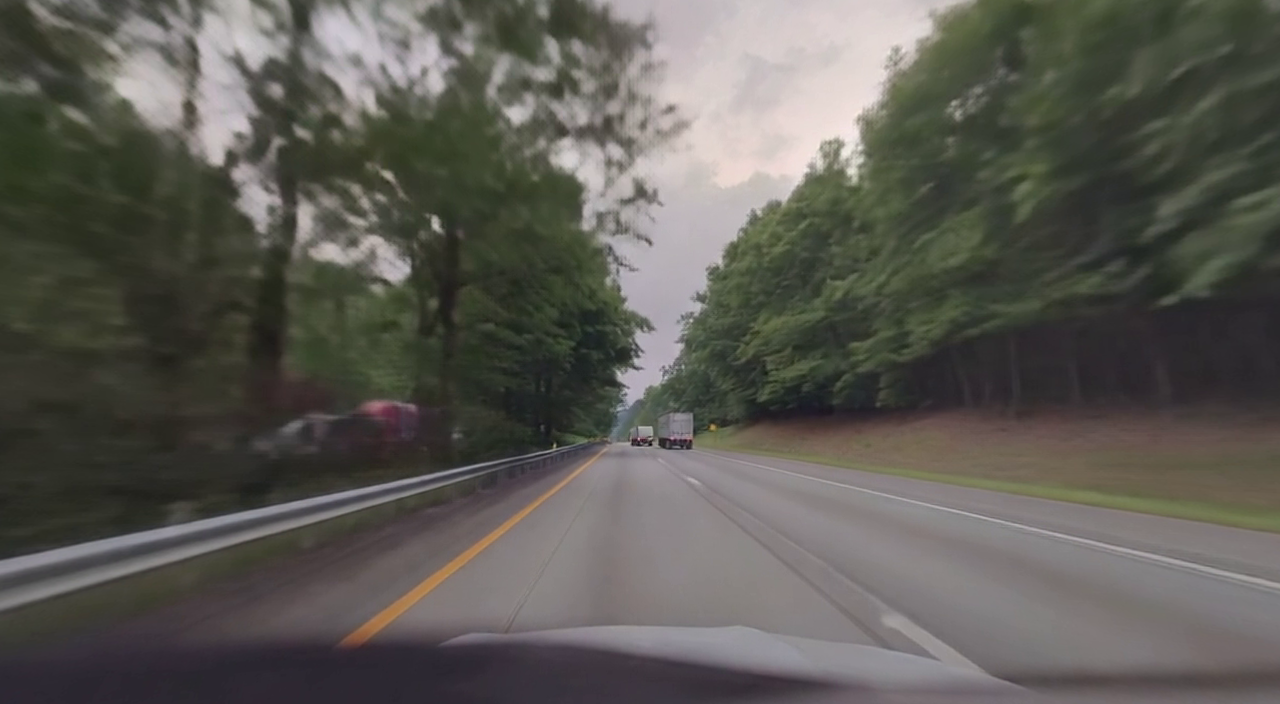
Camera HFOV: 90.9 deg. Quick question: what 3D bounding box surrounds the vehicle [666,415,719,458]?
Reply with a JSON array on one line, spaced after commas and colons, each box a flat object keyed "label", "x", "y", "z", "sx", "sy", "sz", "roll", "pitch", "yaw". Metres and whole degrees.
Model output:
[{"label": "vehicle", "x": 3.444, "y": 5.737, "z": 42.812, "sx": 2.741, "sy": 2.716, "sz": 6.323, "roll": 0, "pitch": -8, "yaw": -2}]

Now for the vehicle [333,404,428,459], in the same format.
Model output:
[{"label": "vehicle", "x": -13.457, "y": 4.230, "z": 33.329, "sx": 2.406, "sy": 2.624, "sz": 6.487, "roll": 0, "pitch": -8, "yaw": -2}]

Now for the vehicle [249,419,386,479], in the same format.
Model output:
[{"label": "vehicle", "x": -8.810, "y": 2.672, "z": 17.634, "sx": 1.870, "sy": 1.467, "sz": 3.808, "roll": 0, "pitch": -8, "yaw": -1}]
